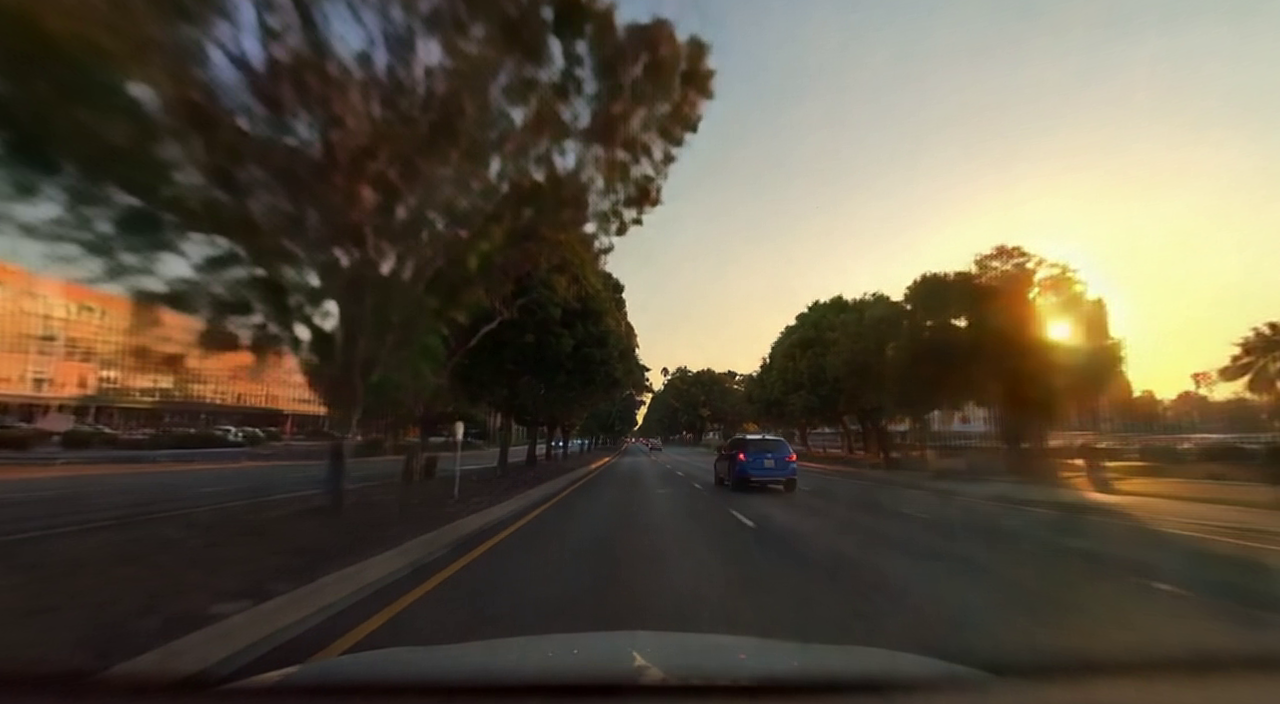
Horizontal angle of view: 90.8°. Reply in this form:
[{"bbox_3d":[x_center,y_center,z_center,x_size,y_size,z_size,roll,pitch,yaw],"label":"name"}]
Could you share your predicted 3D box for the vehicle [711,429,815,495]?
[{"bbox_3d":[3.431,3.162,18.527,2.072,1.696,4.177,0,-9,-2],"label":"vehicle"}]
